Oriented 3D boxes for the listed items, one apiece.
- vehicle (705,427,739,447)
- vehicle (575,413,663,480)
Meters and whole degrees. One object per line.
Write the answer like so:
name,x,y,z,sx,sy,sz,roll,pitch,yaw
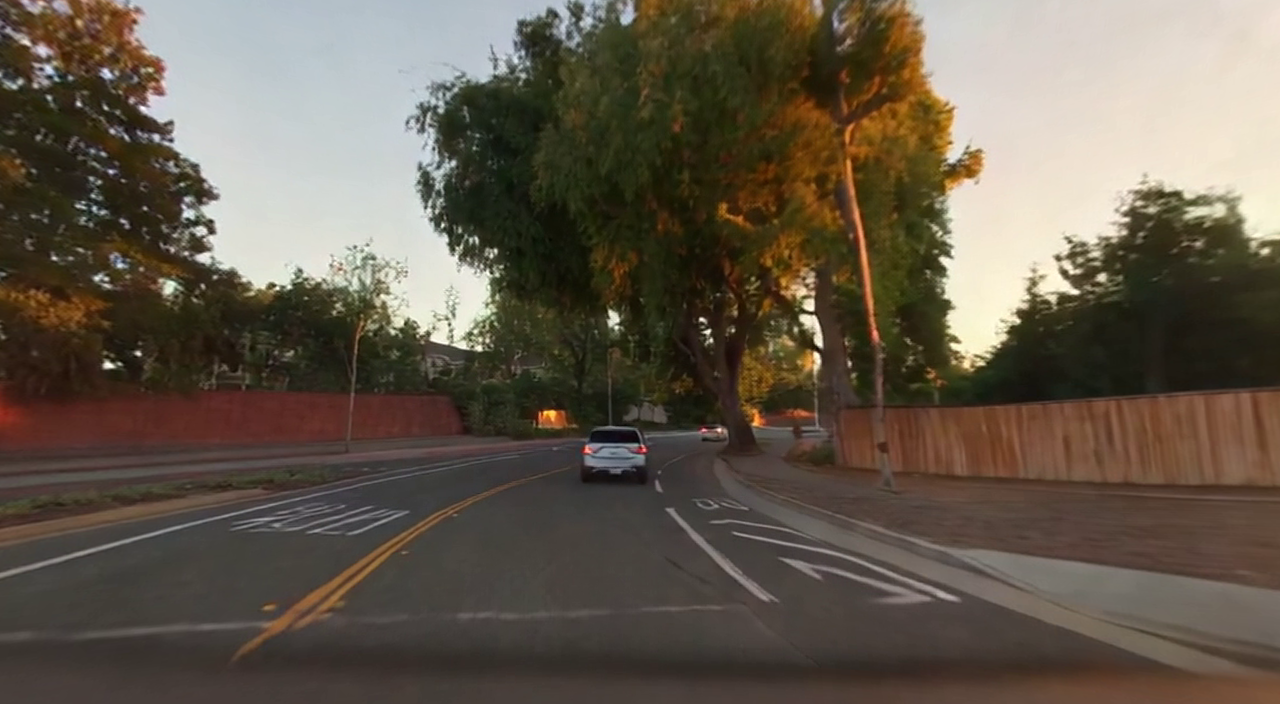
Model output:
vehicle,6.546,6.729,49.970,1.929,1.476,4.655,-2,-9,17
vehicle,-0.515,2.960,19.803,2.230,1.827,4.580,-1,-8,5
